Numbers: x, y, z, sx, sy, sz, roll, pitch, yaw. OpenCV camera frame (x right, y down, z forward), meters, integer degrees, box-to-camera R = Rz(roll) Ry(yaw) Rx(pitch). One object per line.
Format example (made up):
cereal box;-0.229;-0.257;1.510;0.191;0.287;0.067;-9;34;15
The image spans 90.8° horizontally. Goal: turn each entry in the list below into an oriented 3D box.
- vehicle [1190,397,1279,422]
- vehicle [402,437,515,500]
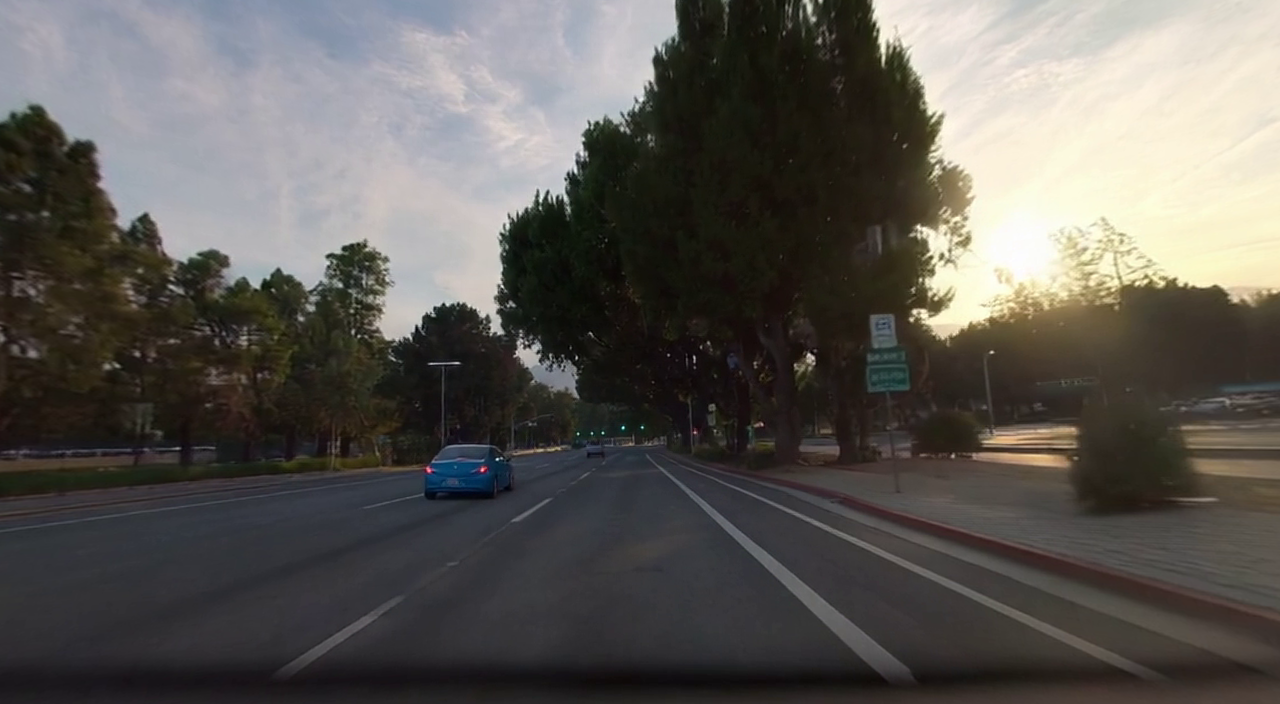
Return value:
vehicle;46.481;4.534;49.273;1.860;1.607;4.938;4;-9;-29
vehicle;-4.723;3.065;17.123;1.964;1.472;4.078;0;-8;-2
